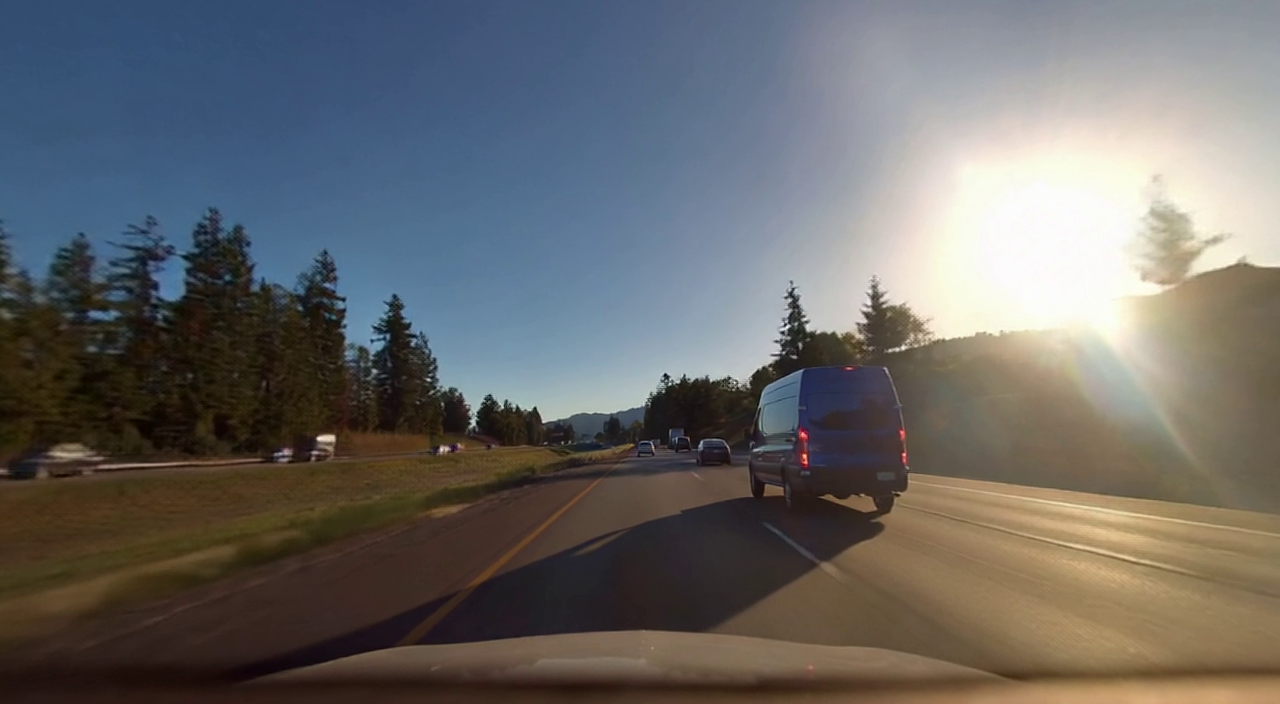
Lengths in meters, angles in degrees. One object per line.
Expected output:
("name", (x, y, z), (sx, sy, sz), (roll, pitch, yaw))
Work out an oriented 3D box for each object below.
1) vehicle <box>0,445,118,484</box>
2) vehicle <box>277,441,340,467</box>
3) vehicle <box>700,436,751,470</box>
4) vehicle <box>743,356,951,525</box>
("vehicle", (-28.336, 5.382, 30.601), (2.020, 1.725, 4.561), (0, -8, 1))
("vehicle", (-24.140, 7.451, 46.143), (2.018, 1.758, 4.587), (0, -8, 1))
("vehicle", (4.460, 5.330, 33.428), (2.034, 1.651, 4.342), (0, -8, -1))
("vehicle", (3.742, 1.817, 12.983), (2.302, 2.670, 5.912), (0, -8, 1))
